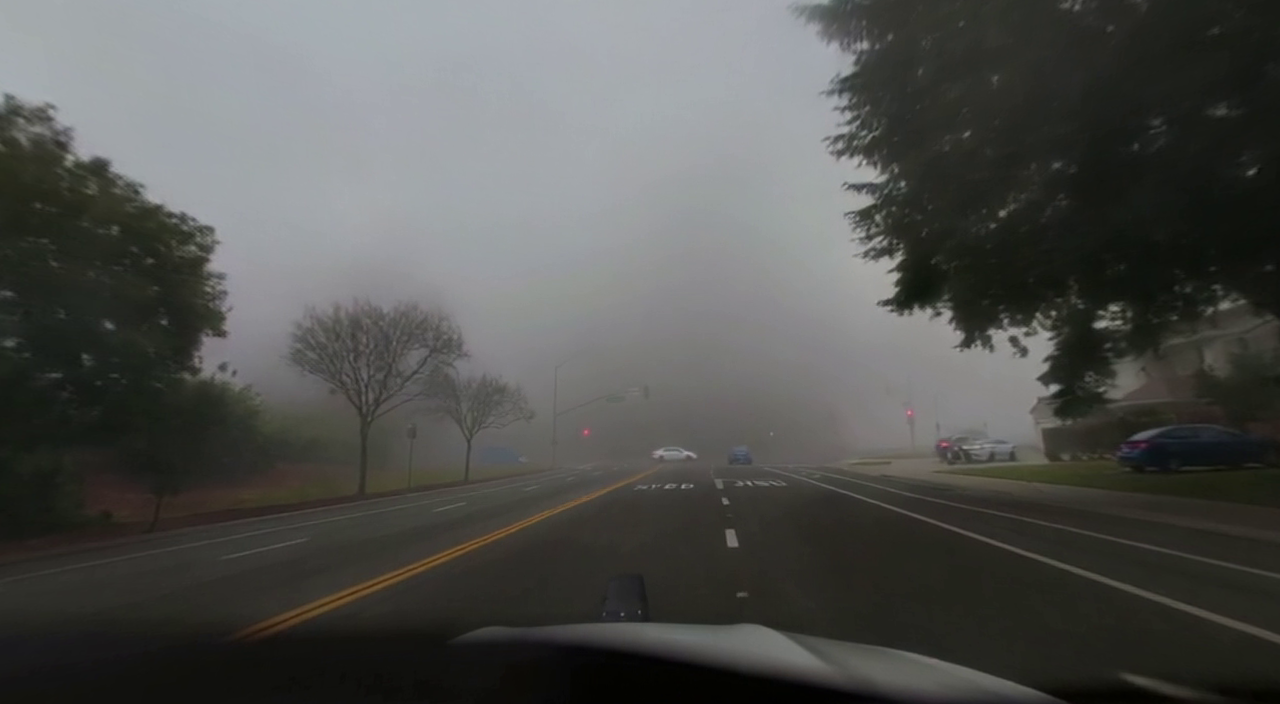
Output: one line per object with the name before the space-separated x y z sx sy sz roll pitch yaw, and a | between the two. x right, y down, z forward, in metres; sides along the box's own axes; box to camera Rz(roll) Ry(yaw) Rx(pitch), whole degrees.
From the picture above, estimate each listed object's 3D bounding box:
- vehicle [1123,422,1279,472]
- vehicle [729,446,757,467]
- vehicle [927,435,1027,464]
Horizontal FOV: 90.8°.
vehicle | 18.342 3.031 20.144 4.210 1.474 1.799 -2 -9 9
vehicle | 8.030 8.183 49.569 1.947 1.485 4.336 -1 -9 6
vehicle | 19.781 5.746 37.241 4.702 1.595 1.986 -1 -9 5
